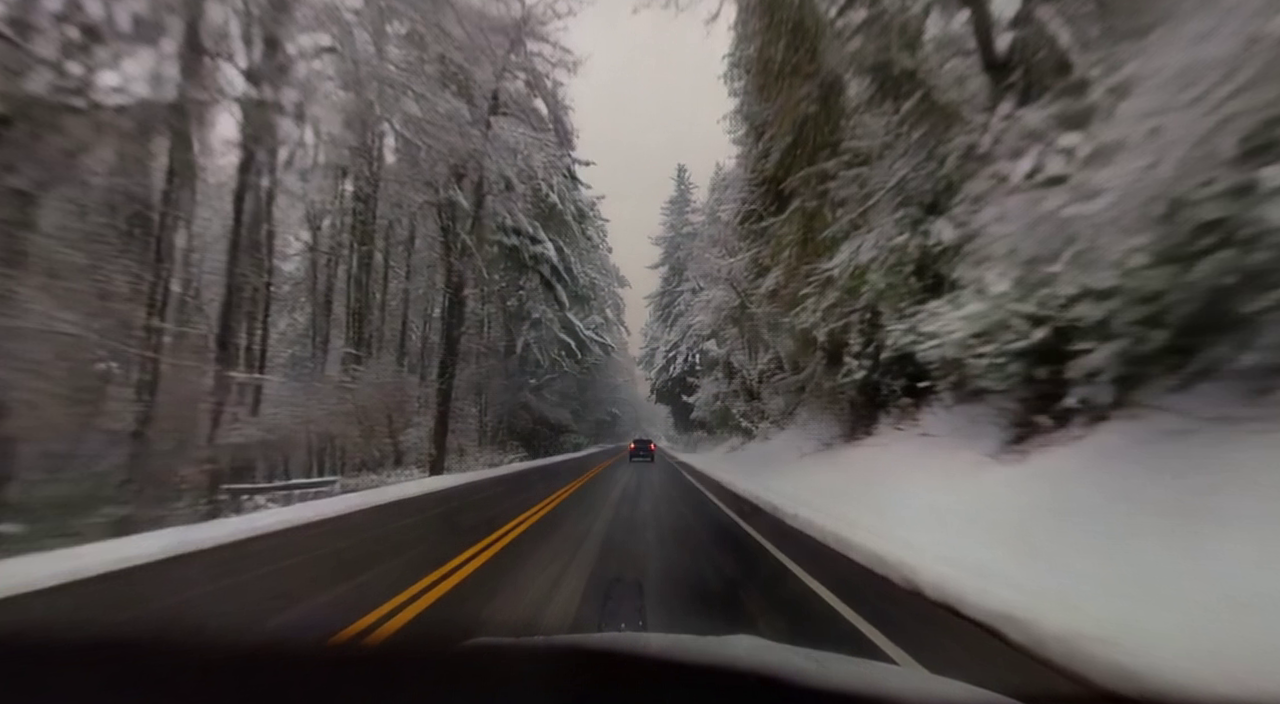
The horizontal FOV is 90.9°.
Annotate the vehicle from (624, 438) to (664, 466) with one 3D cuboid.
[{"bbox_3d":[0.241,5.733,36.446,2.120,1.491,4.349,0,-8,1],"label":"vehicle"}]
